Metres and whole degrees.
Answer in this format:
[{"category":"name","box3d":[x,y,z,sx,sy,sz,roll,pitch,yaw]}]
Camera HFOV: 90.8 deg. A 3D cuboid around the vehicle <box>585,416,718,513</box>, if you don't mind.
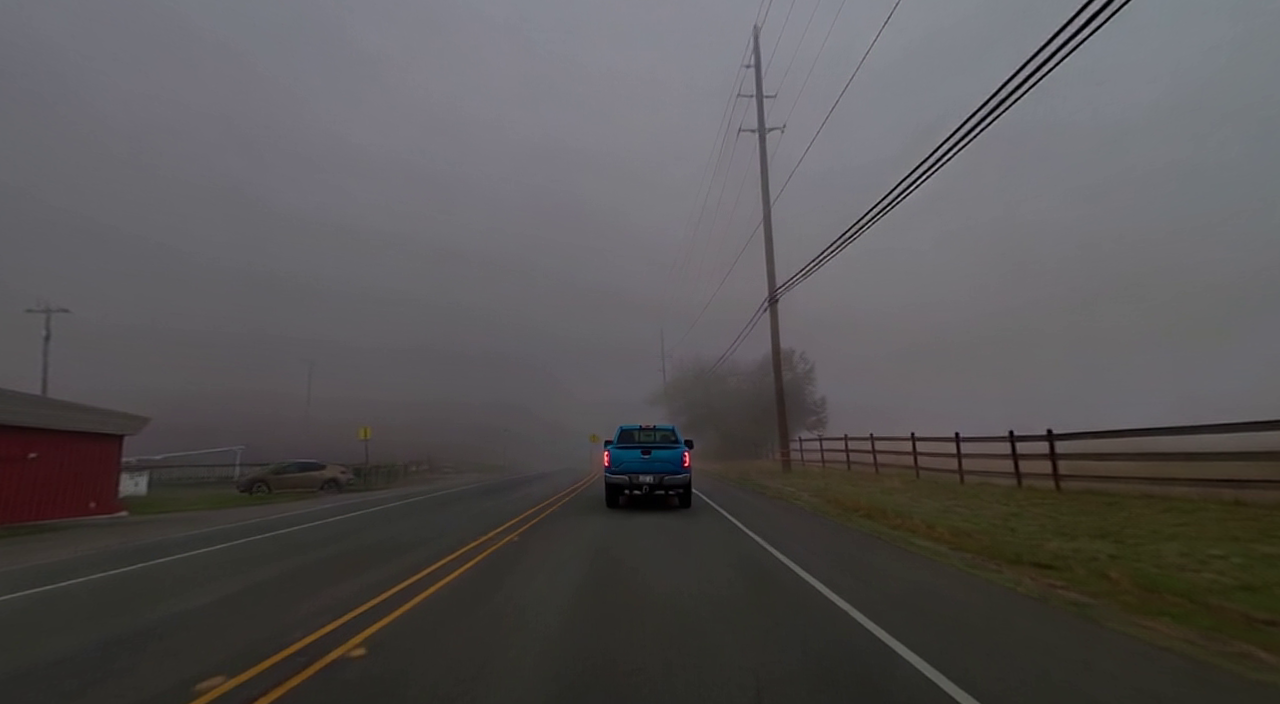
[{"category":"vehicle","box3d":[0.175,2.750,16.019,2.693,1.941,6.356,0,-9,-1]}]
